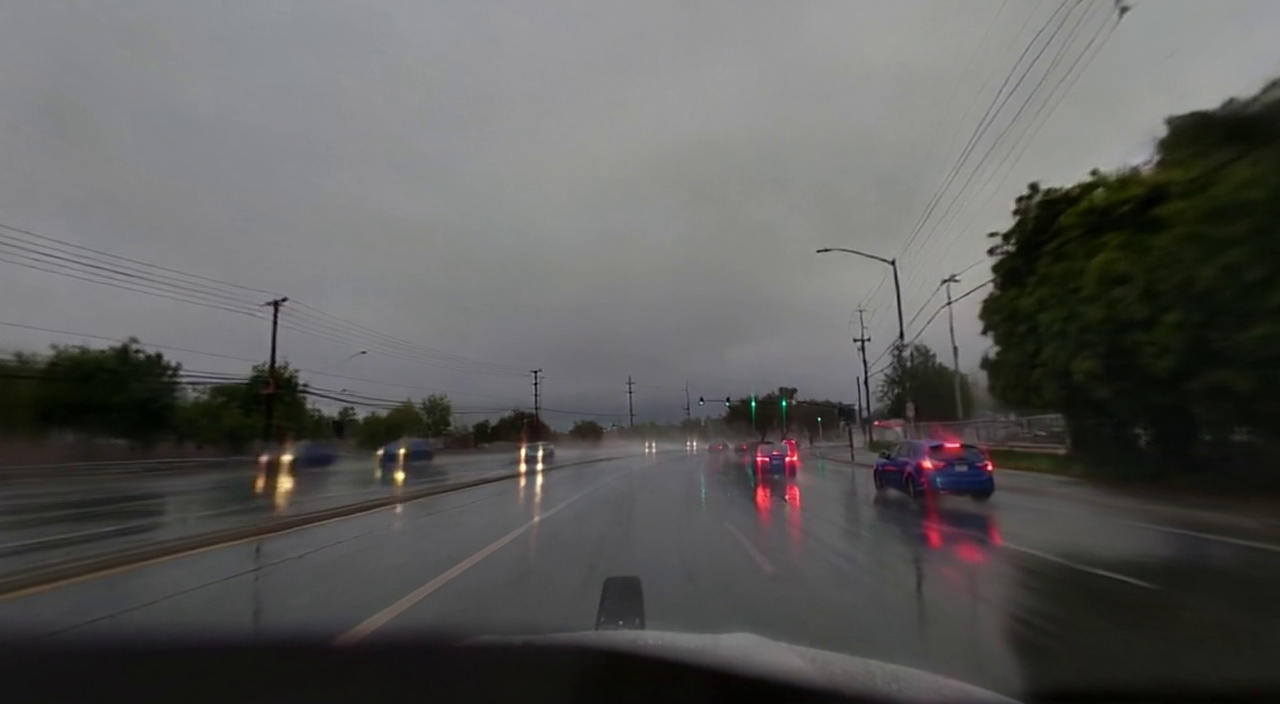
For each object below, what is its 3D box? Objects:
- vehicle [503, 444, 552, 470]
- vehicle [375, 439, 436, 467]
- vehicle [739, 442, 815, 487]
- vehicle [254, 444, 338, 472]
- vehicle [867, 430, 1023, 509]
[{"bbox_3d":[-7.327,6.896,41.632,2.107,1.587,4.514,-1,-9,4],"label":"vehicle"},{"bbox_3d":[-15.825,6.827,42.920,1.948,1.772,4.491,-1,-9,8],"label":"vehicle"},{"bbox_3d":[4.836,4.034,23.011,2.035,1.460,4.392,-1,-8,4],"label":"vehicle"},{"bbox_3d":[-19.945,6.138,36.925,1.859,1.500,4.753,-1,-9,6],"label":"vehicle"},{"bbox_3d":[7.787,3.025,16.734,2.029,1.795,4.371,0,-9,2],"label":"vehicle"}]
